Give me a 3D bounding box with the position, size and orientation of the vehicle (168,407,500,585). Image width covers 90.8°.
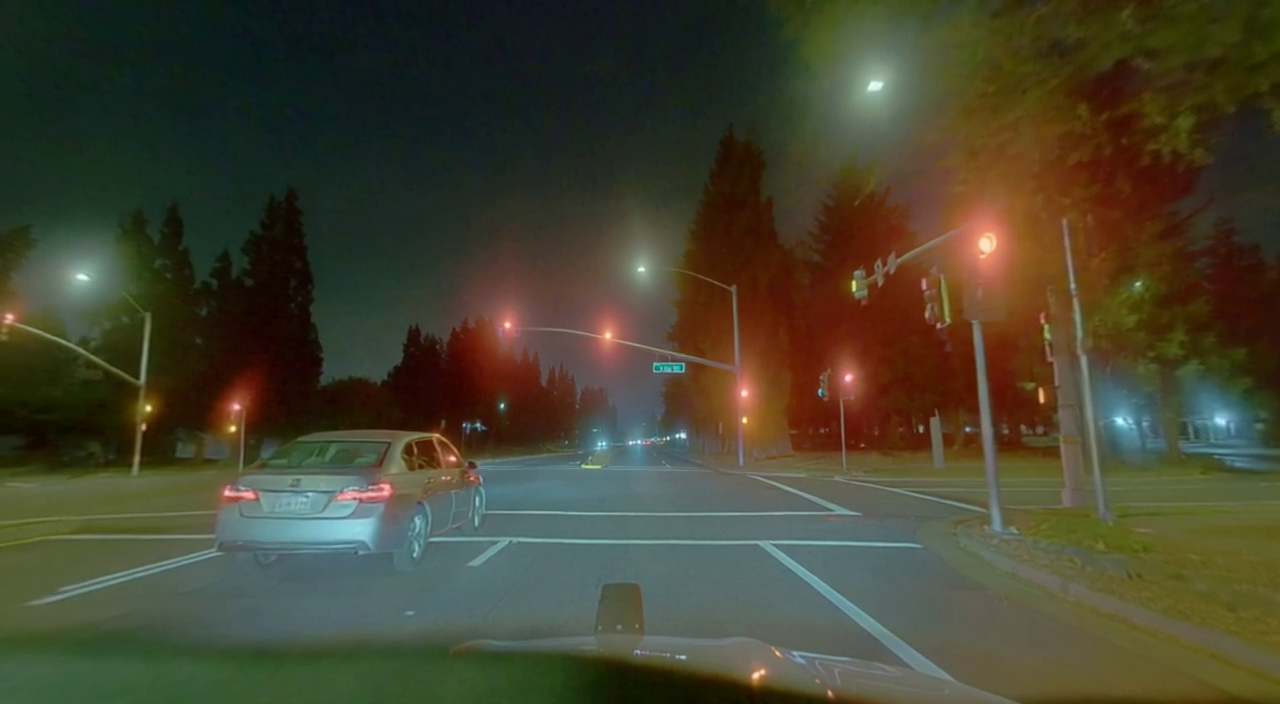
[{"bbox_3d":[-3.276,1.640,8.050,2.076,1.599,4.483,0,-8,-2],"label":"vehicle"}]
